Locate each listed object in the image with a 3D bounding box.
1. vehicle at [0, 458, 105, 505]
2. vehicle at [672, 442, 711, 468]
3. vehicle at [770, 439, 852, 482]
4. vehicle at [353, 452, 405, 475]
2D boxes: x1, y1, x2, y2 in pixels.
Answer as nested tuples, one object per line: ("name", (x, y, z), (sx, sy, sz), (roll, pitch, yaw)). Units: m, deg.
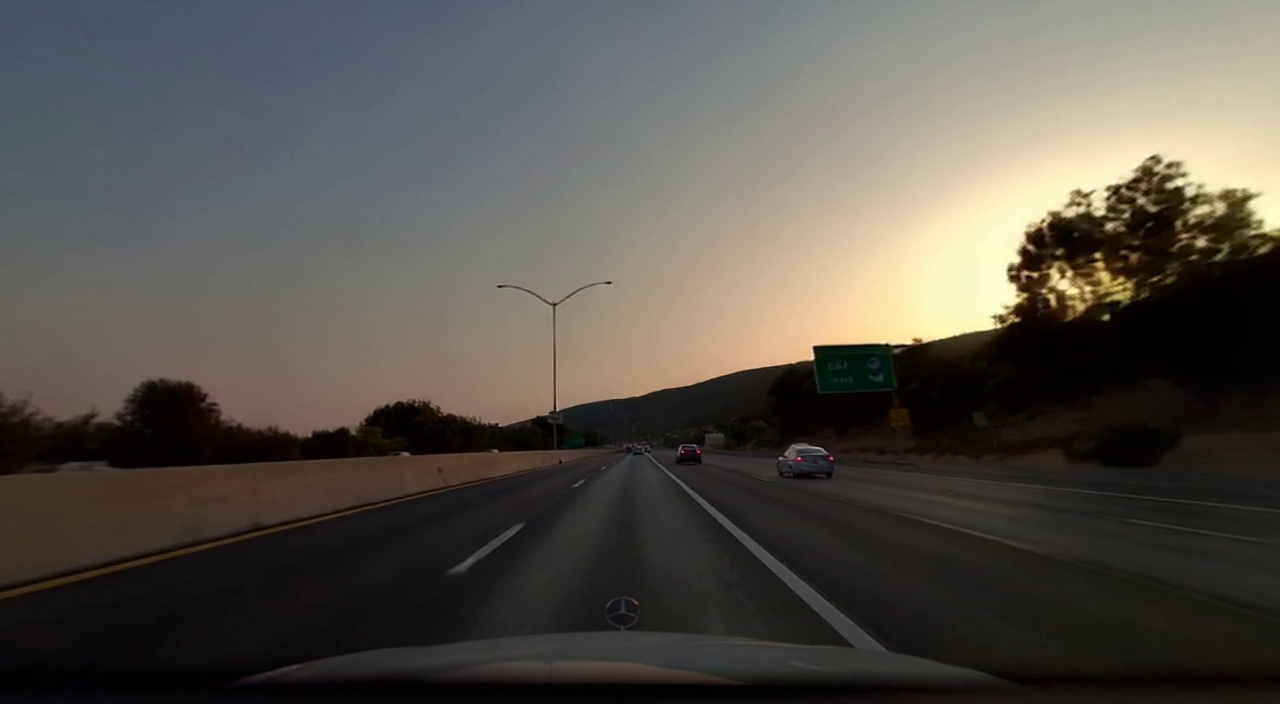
("vehicle", (-22.050, 4.595, 22.766), (2.022, 1.416, 3.938), (0, -8, 0))
("vehicle", (3.231, 6.531, 40.322), (2.056, 1.553, 4.320), (0, -9, -1))
("vehicle", (6.623, 4.246, 24.932), (2.038, 1.528, 3.910), (0, -9, -2))
("vehicle", (-14.645, 6.233, 35.576), (1.417, 1.156, 3.608), (0, -8, 0))
